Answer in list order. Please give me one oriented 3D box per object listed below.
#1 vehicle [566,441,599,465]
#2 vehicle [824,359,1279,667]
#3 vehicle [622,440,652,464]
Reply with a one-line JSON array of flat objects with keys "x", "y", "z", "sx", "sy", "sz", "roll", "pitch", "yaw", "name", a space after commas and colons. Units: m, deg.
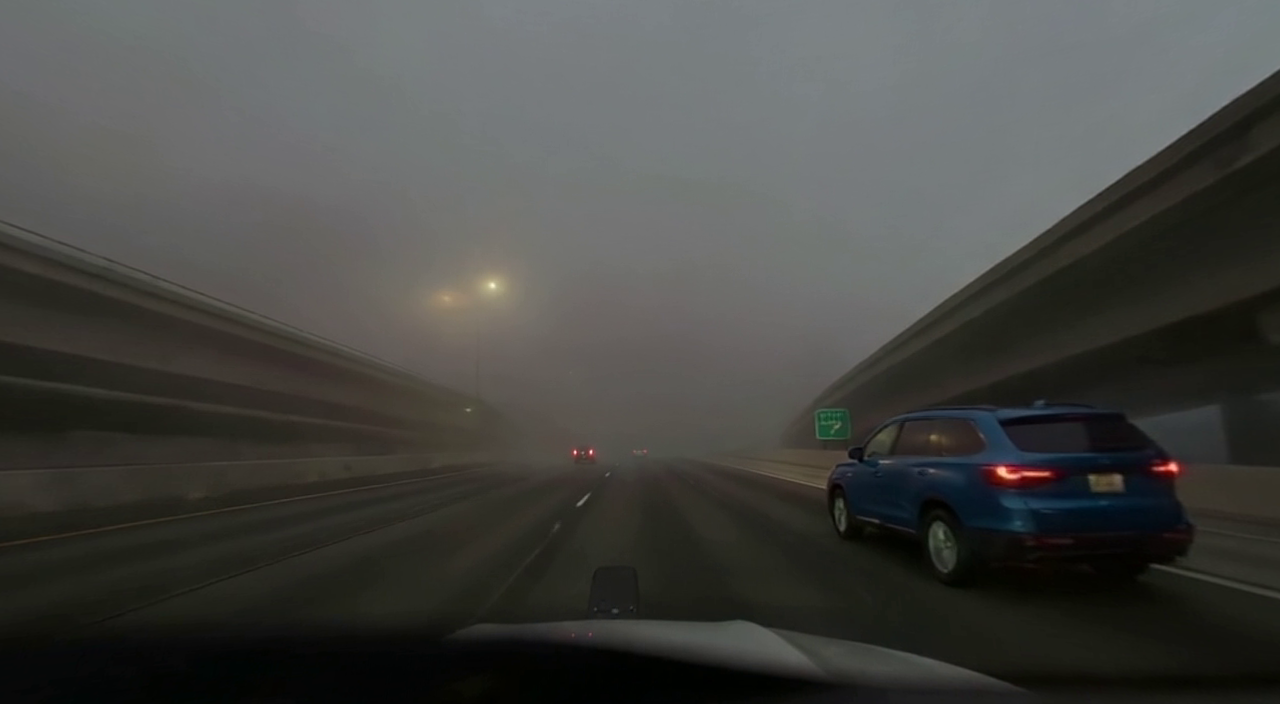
[{"x": -4.097, "y": 7.254, "z": 45.620, "sx": 2.000, "sy": 1.646, "sz": 4.201, "roll": 0, "pitch": -8, "yaw": -1, "name": "vehicle"}, {"x": 3.736, "y": 1.306, "z": 6.261, "sx": 2.288, "sy": 1.841, "sz": 4.779, "roll": 0, "pitch": -8, "yaw": -1, "name": "vehicle"}, {"x": -0.246, "y": 7.399, "z": 46.802, "sx": 2.132, "sy": 1.657, "sz": 3.967, "roll": 0, "pitch": -8, "yaw": -1, "name": "vehicle"}]
